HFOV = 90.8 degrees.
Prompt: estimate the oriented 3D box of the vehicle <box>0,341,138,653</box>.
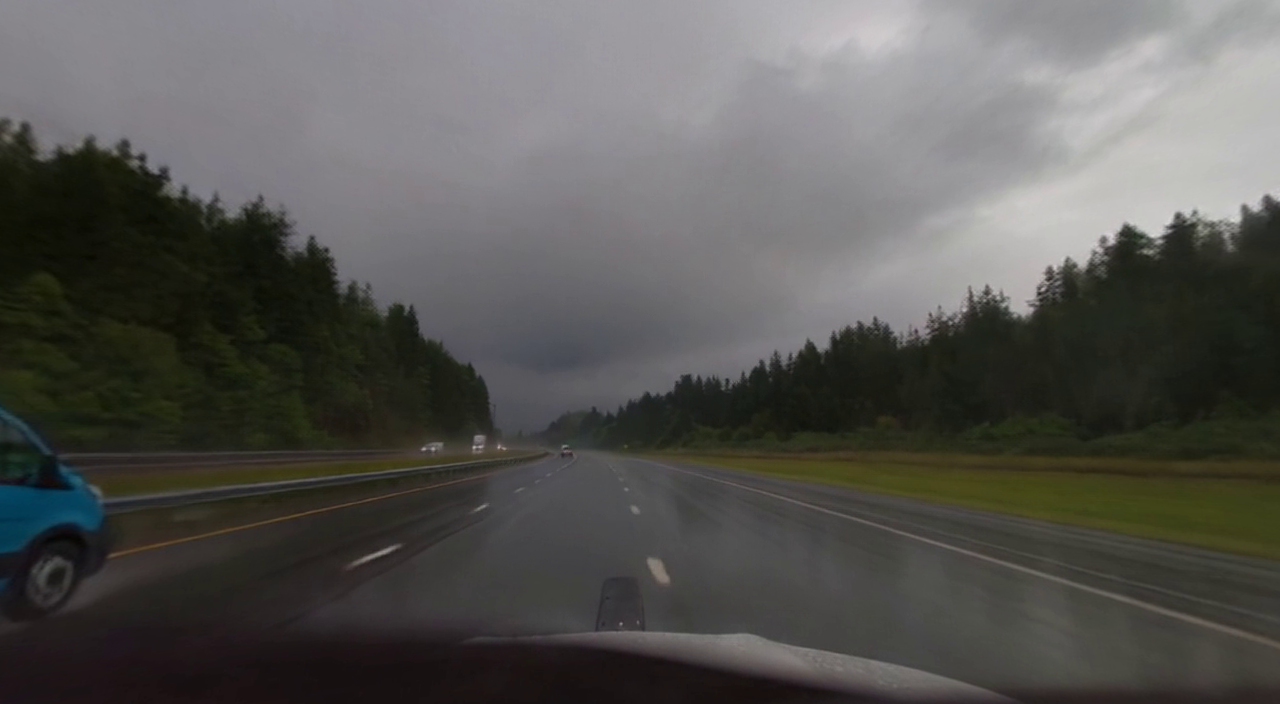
[{"bbox_3d":[-5.297,0.738,2.750,2.197,2.038,4.919,0,-9,-2],"label":"vehicle"}]
